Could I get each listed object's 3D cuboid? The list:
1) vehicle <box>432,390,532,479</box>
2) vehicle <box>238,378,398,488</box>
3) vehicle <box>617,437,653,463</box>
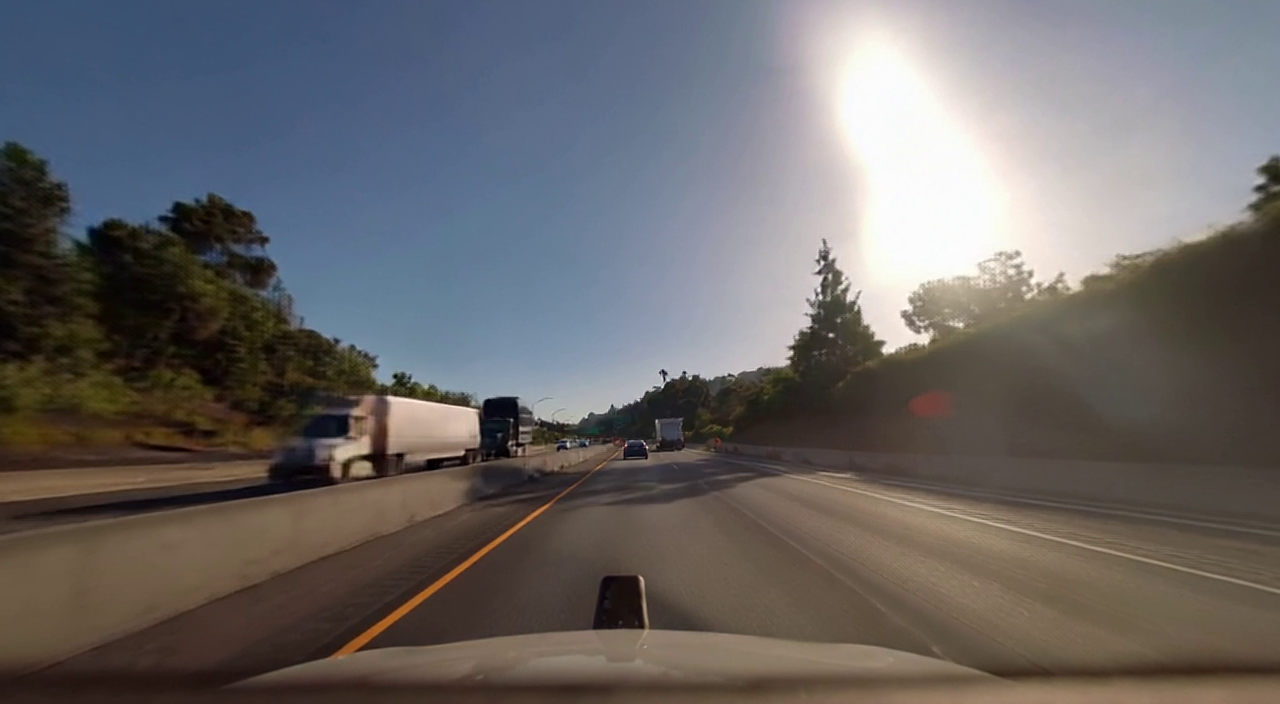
[{"bbox_3d":[-8.403,4.636,34.976,3.129,4.014,10.246,-4,-8,-2],"label":"vehicle"},{"bbox_3d":[-12.611,3.299,25.372,3.118,3.891,6.047,-1,-8,1],"label":"vehicle"},{"bbox_3d":[-0.337,5.789,37.234,2.004,1.472,4.075,0,-8,-1],"label":"vehicle"}]
